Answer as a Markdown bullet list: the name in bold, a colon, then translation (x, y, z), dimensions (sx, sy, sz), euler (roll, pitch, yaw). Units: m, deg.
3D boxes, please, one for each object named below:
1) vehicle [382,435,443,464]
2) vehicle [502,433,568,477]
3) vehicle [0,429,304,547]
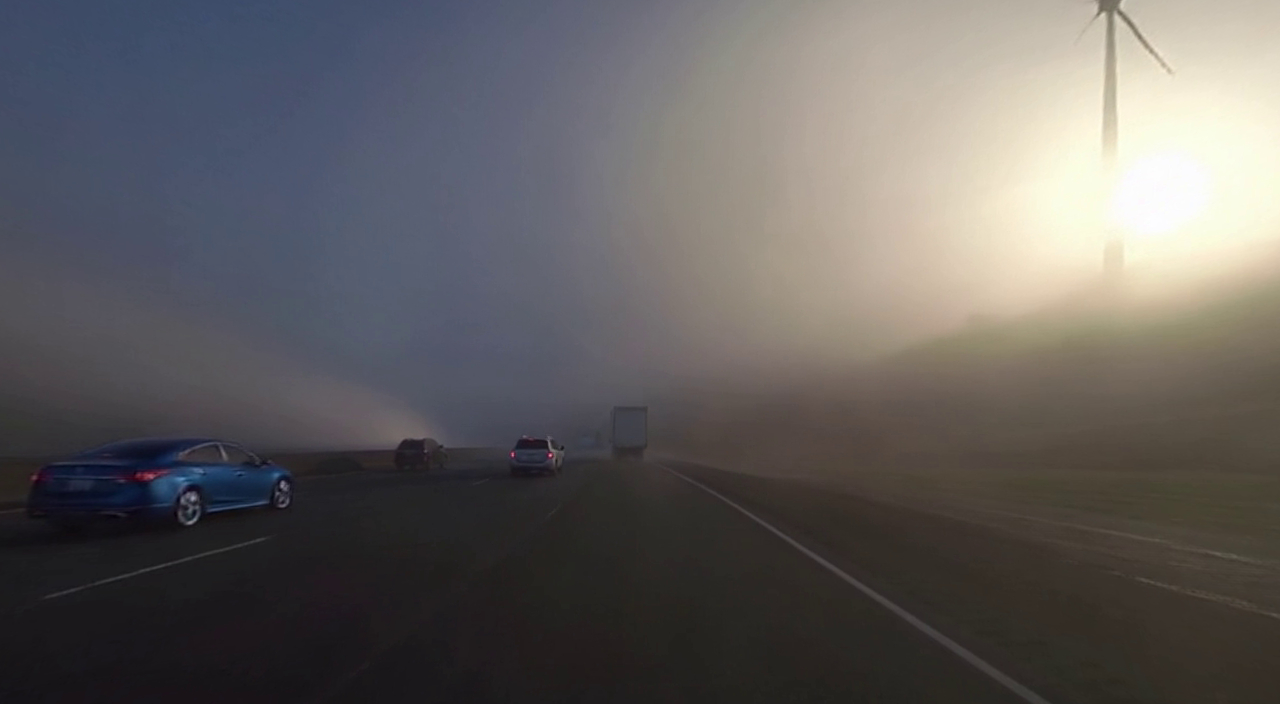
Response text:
- **vehicle**: translation (-15.489, 6.704, 43.184), dimensions (2.285, 1.835, 5.672), euler (0, -8, -2)
- **vehicle**: translation (-4.304, 4.296, 26.357), dimensions (2.109, 1.684, 3.783), euler (0, -8, 0)
- **vehicle**: translation (-7.980, 2.079, 10.383), dimensions (2.271, 1.488, 4.597), euler (0, -8, 0)
